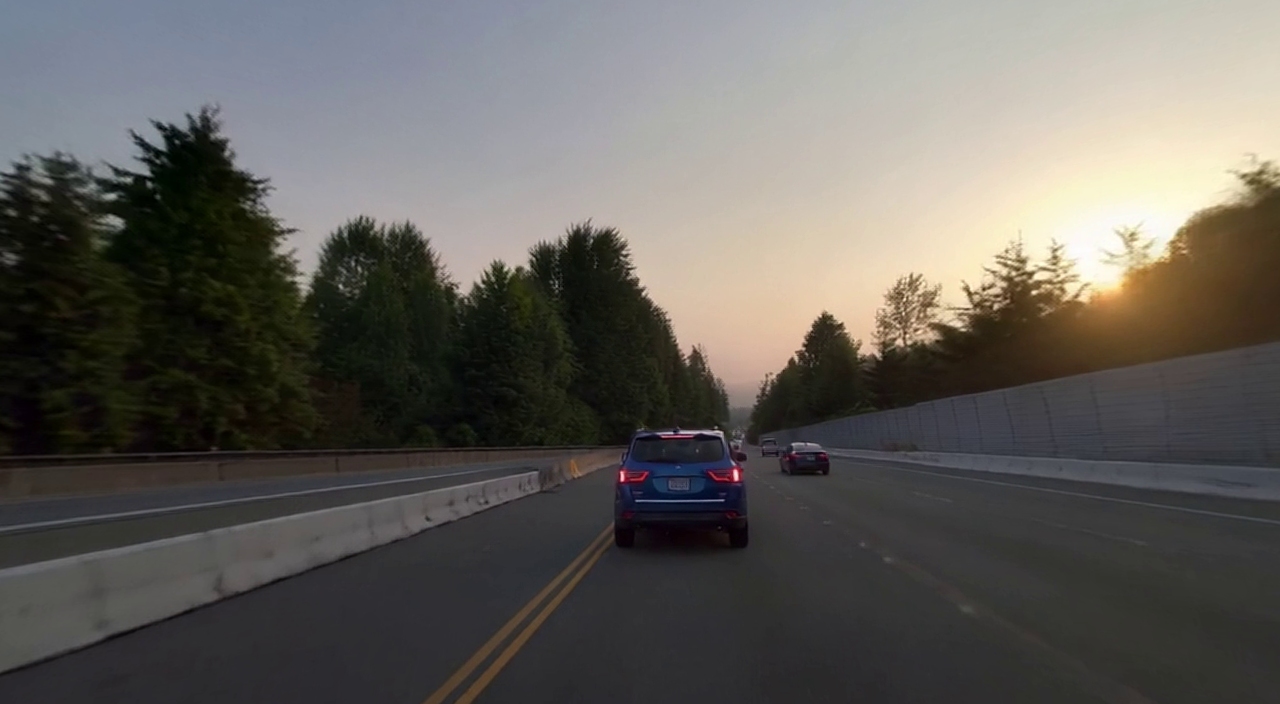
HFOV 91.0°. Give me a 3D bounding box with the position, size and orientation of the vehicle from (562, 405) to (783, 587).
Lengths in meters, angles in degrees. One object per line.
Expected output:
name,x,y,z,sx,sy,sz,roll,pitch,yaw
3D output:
vehicle,0.472,1.615,7.882,2.021,1.635,4.085,-1,-8,5

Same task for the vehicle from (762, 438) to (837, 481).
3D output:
vehicle,5.845,3.974,23.628,1.962,1.442,4.536,-1,-8,4

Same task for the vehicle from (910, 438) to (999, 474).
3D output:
vehicle,13.969,4.629,28.273,1.990,1.478,4.475,-1,-8,5
